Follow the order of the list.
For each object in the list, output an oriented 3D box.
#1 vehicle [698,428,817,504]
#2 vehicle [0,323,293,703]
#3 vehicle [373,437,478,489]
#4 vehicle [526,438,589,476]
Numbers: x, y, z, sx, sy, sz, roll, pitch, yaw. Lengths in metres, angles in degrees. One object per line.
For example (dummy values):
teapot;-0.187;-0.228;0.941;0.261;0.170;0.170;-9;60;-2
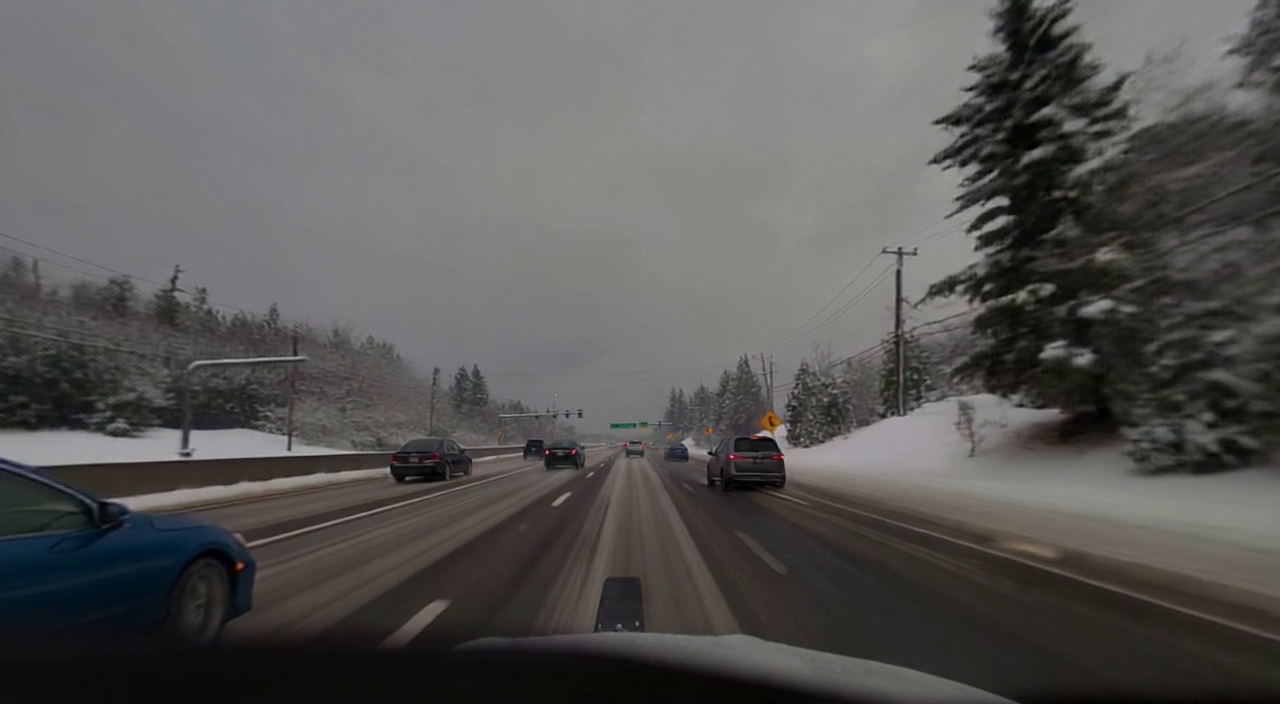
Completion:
vehicle;2.800;2.837;16.164;2.100;1.659;4.387;0;-8;-1
vehicle;-3.229;0.710;1.769;2.104;1.707;4.338;0;-8;-1
vehicle;-6.682;3.489;20.207;1.903;1.482;4.180;0;-8;0
vehicle;-3.441;4.480;27.240;2.066;1.488;4.377;0;-8;1
